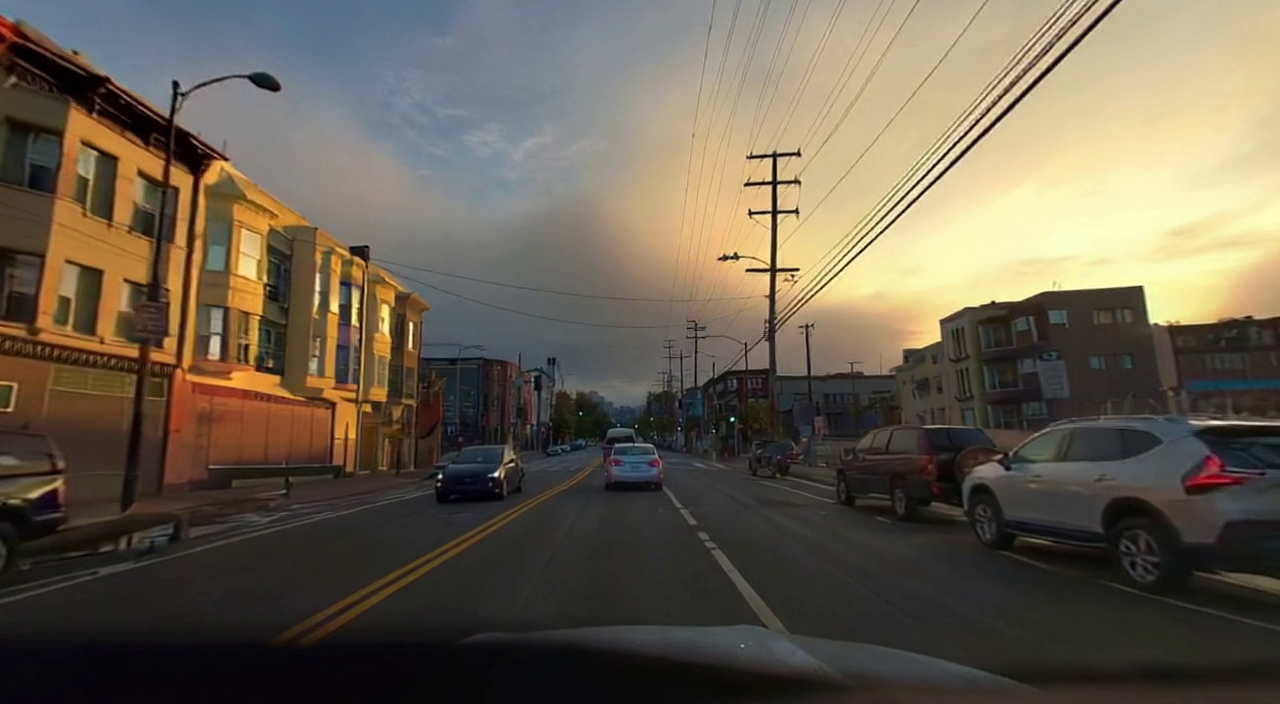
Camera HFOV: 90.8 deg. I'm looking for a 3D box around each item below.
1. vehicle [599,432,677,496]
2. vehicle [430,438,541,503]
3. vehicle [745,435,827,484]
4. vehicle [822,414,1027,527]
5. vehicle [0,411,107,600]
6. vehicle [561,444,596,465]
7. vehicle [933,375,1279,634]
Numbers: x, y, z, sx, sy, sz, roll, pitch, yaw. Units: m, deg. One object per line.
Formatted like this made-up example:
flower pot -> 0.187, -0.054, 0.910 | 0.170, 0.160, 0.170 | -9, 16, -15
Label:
vehicle -> -0.050, 3.164, 18.162 | 1.980, 1.635, 3.795 | 0, -8, 0
vehicle -> -4.055, 3.176, 17.373 | 1.968, 1.524, 4.304 | 0, -8, -1
vehicle -> 6.235, 4.672, 27.799 | 2.197, 1.917, 5.637 | 0, -8, 0
vehicle -> 6.151, 2.633, 14.685 | 2.208, 2.106, 5.496 | 0, -9, 0
vehicle -> -7.359, 1.314, 4.759 | 2.095, 1.847, 5.290 | 0, -8, -1
vehicle -> -4.576, 7.670, 47.596 | 2.181, 1.500, 4.319 | 0, -8, 0
vehicle -> 6.198, 1.633, 7.821 | 2.203, 2.052, 5.975 | 0, -8, -1
